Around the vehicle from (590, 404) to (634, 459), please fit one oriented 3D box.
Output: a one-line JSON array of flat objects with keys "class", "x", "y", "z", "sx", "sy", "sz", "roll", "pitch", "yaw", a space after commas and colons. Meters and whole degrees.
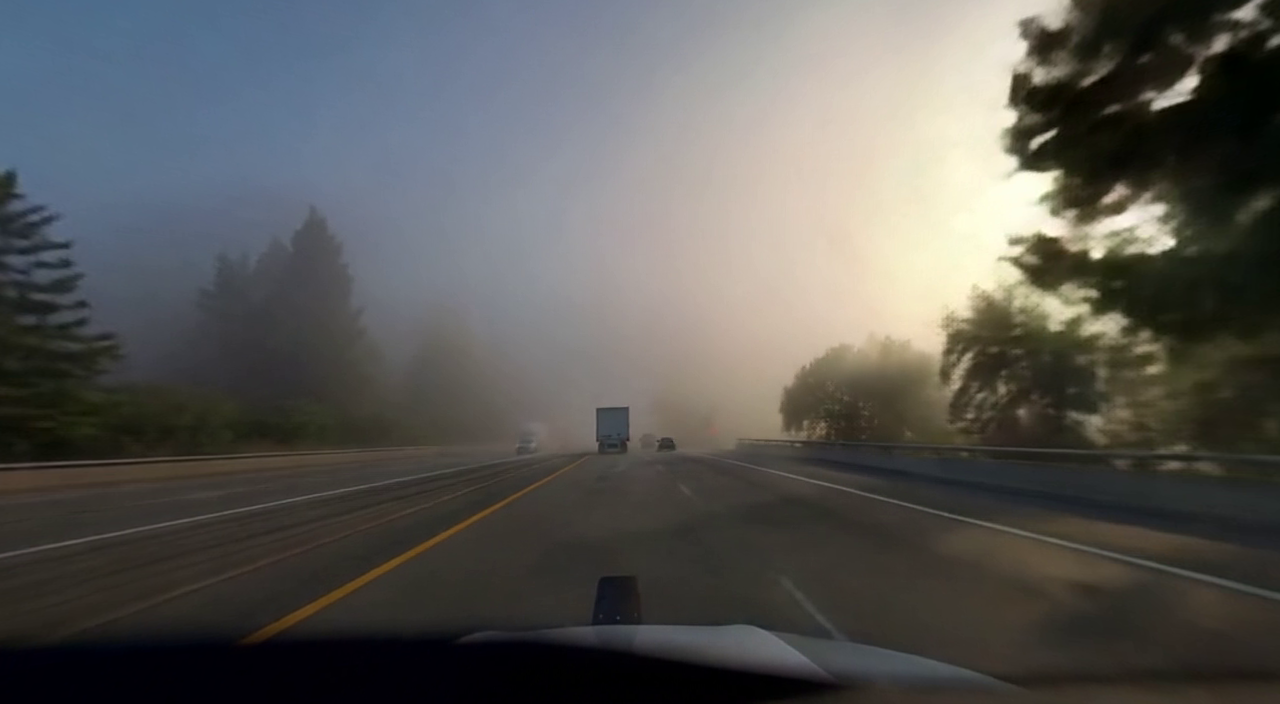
[{"class": "vehicle", "x": -1.742, "y": 4.972, "z": 39.139, "sx": 2.450, "sy": 3.098, "sz": 6.965, "roll": 0, "pitch": -8, "yaw": -2}]
